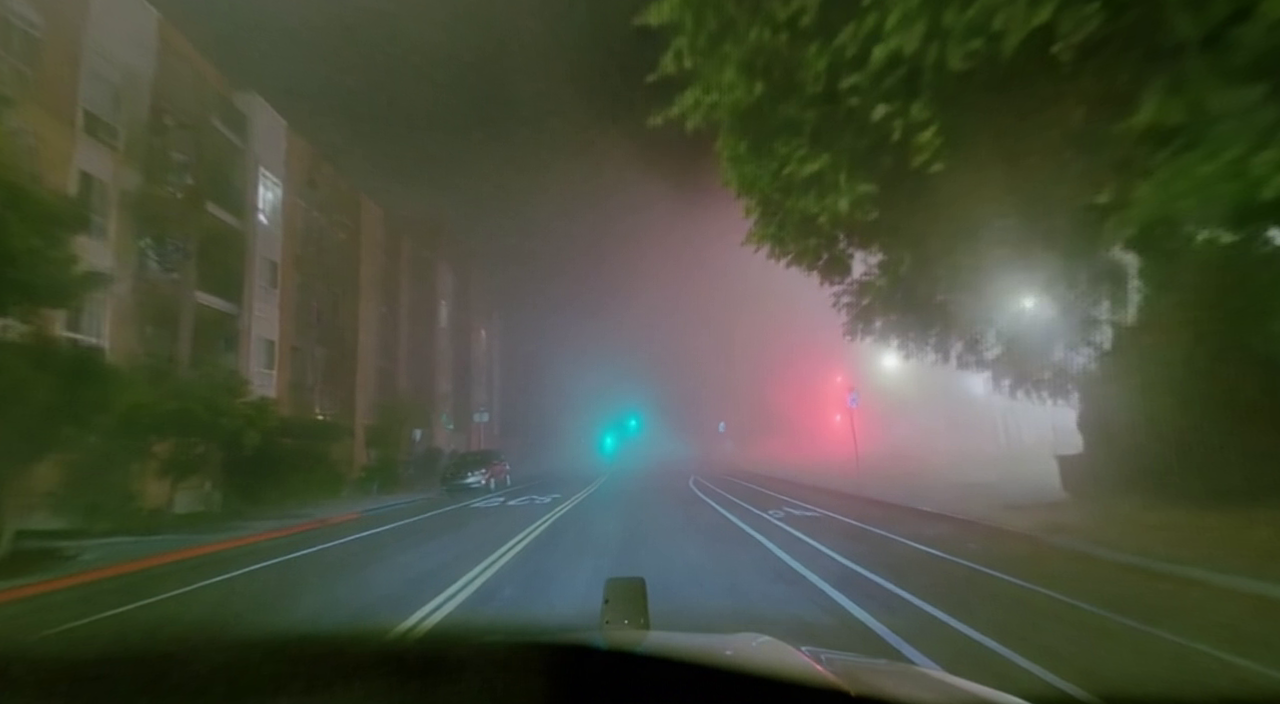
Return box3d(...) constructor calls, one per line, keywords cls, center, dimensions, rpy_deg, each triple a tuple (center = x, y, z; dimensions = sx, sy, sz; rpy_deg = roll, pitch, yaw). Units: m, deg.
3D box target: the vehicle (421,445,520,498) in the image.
box3d(cls="vehicle", center=(-5.983, 4.255, 22.980), dimensions=(2.147, 1.701, 4.879), rpy_deg=(0, -8, 1))
